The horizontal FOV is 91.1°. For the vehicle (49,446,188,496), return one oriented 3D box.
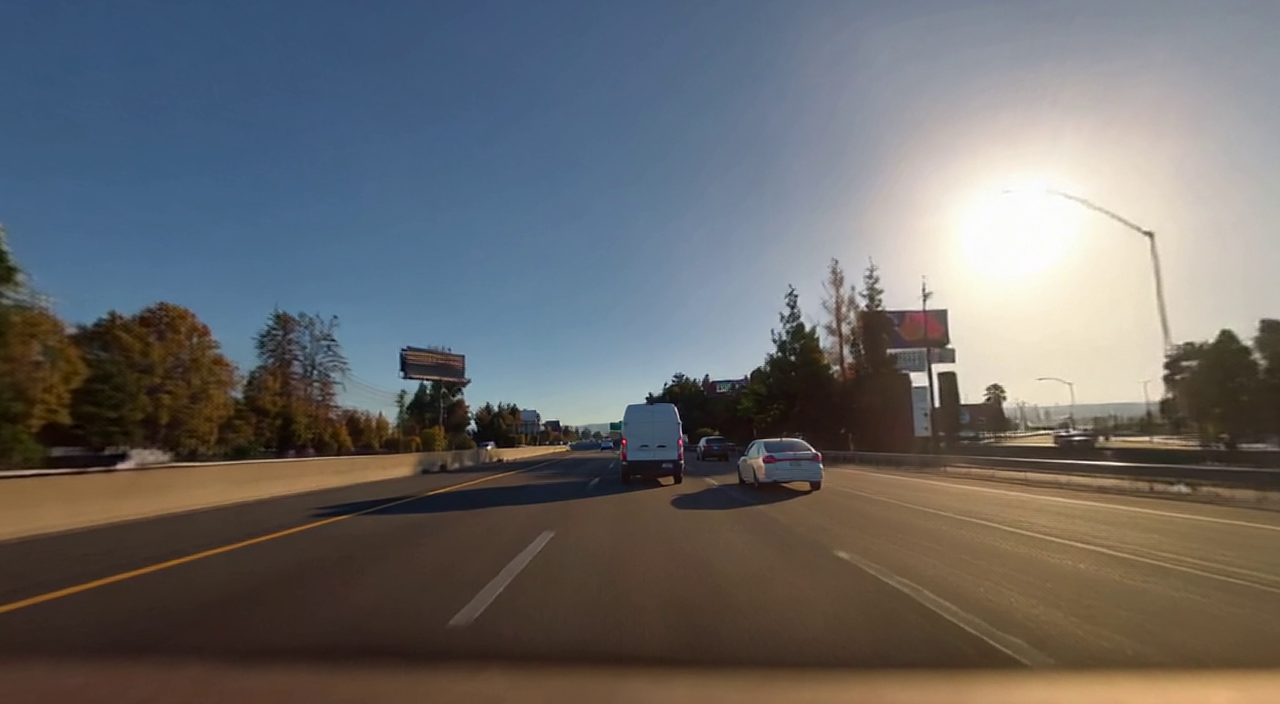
[{"bbox_3d":[-20.469,4.642,24.923,1.971,1.673,4.180,-2,-8,0],"label":"vehicle"}]

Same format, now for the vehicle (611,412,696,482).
[{"bbox_3d":[0.283,3.274,21.726,2.546,2.087,5.404,0,-8,-3],"label":"vehicle"}]

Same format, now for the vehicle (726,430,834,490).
[{"bbox_3d":[3.855,3.050,18.079,2.099,1.510,3.784,0,-8,-2],"label":"vehicle"}]
